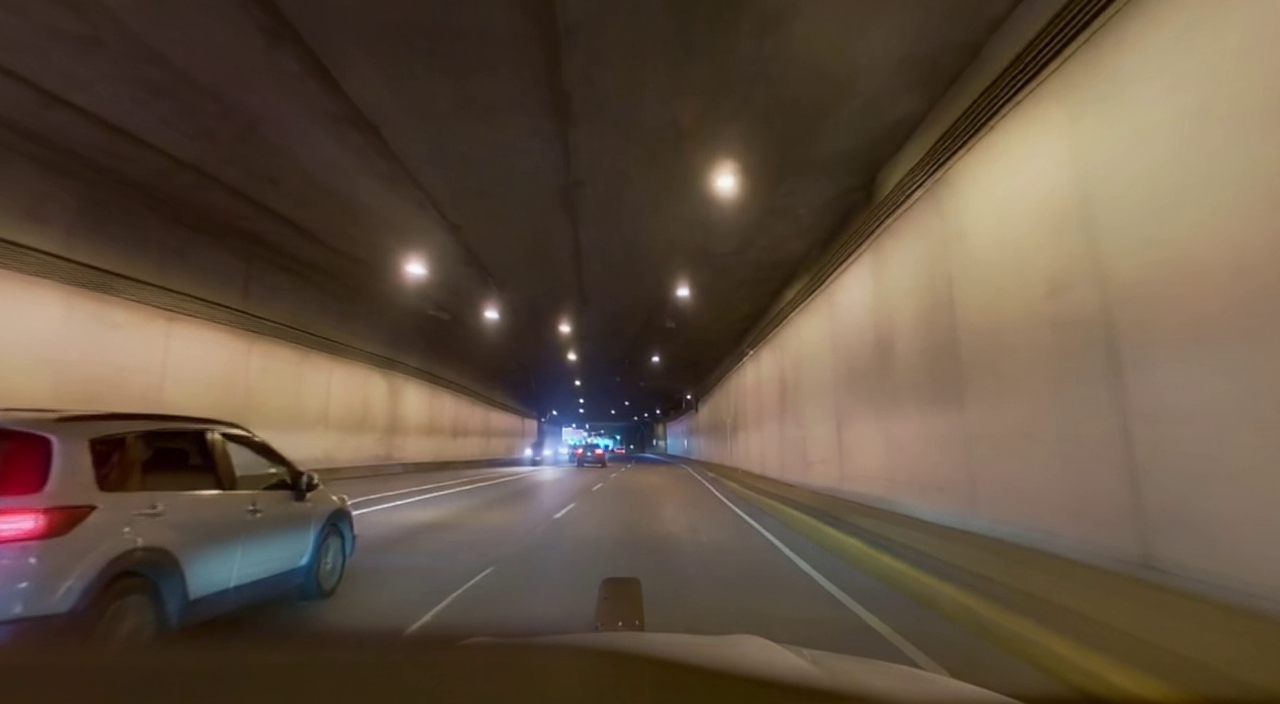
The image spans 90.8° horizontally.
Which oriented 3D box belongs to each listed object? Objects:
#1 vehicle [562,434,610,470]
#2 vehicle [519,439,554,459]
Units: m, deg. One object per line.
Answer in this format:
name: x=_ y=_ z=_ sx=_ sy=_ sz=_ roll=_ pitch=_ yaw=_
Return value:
vehicle: x=-2.713 y=5.138 z=32.652 sx=1.961 sy=1.725 sz=4.315 roll=-1 pitch=-8 yaw=2
vehicle: x=-7.900 y=7.422 z=48.468 sx=1.963 sy=1.414 sz=4.567 roll=0 pitch=-8 yaw=-1
